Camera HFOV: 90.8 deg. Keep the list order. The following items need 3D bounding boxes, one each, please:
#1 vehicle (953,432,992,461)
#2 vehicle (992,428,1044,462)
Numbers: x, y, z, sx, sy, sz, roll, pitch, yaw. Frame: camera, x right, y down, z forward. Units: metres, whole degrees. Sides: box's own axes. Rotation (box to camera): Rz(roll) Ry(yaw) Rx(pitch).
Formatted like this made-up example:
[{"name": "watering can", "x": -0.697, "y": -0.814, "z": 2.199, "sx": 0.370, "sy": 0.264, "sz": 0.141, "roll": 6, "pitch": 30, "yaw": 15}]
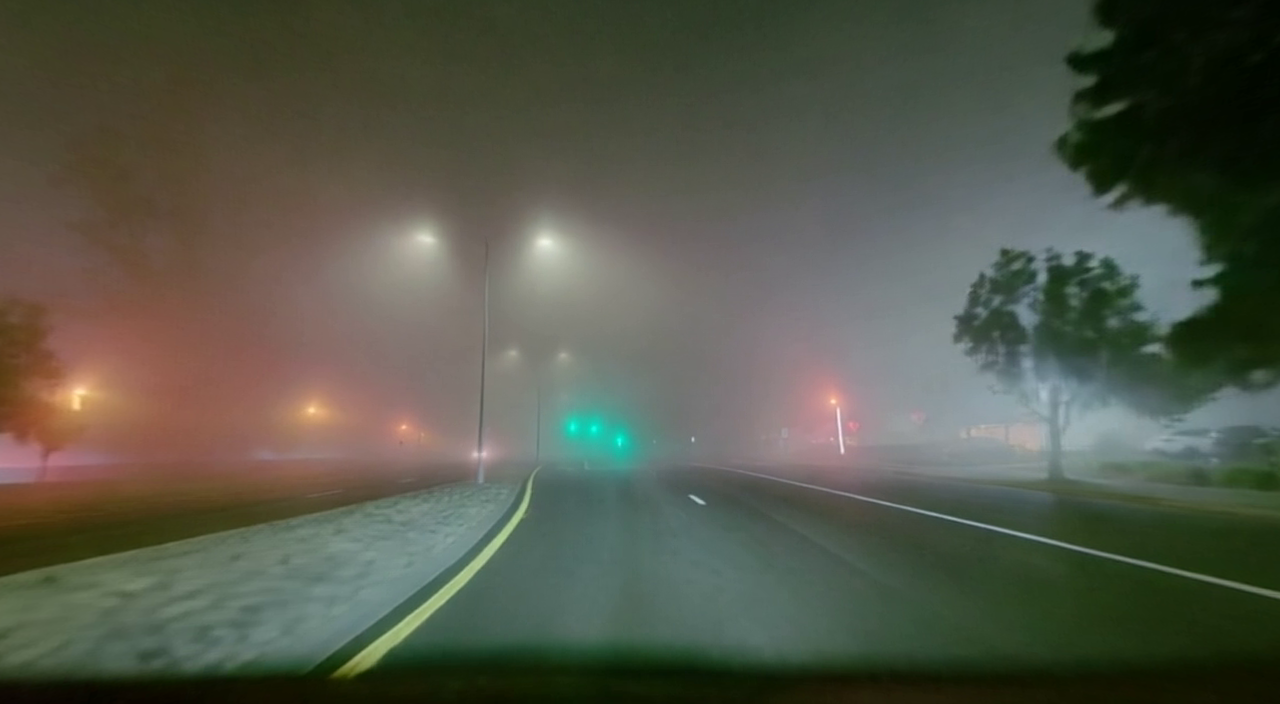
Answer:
[{"name": "vehicle", "x": 21.870, "y": 6.223, "z": 41.655, "sx": 1.969, "sy": 1.732, "sz": 4.610, "roll": -3, "pitch": -9, "yaw": 24}, {"name": "vehicle", "x": 23.829, "y": 5.877, "z": 40.017, "sx": 2.177, "sy": 1.983, "sz": 5.217, "roll": -3, "pitch": -9, "yaw": 25}]
